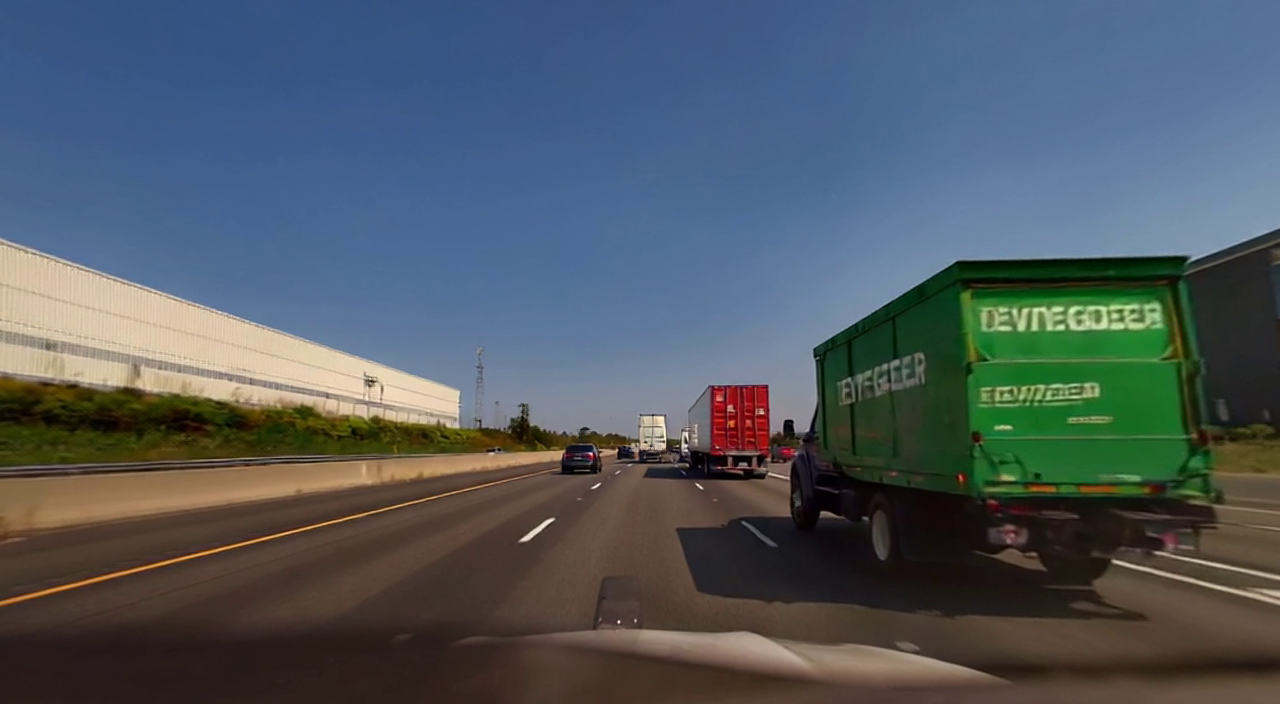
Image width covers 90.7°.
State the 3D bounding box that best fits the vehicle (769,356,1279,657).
[{"bbox_3d":[3.828,1.542,7.887,2.809,1.919,7.507,0,-9,-1],"label":"vehicle"}]

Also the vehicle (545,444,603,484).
[{"bbox_3d":[-2.595,4.522,25.950,2.024,1.472,4.014,0,-9,-1],"label":"vehicle"}]

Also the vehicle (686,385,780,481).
[{"bbox_3d":[4.380,4.387,33.221,2.951,3.974,13.340,0,-9,0],"label":"vehicle"}]
